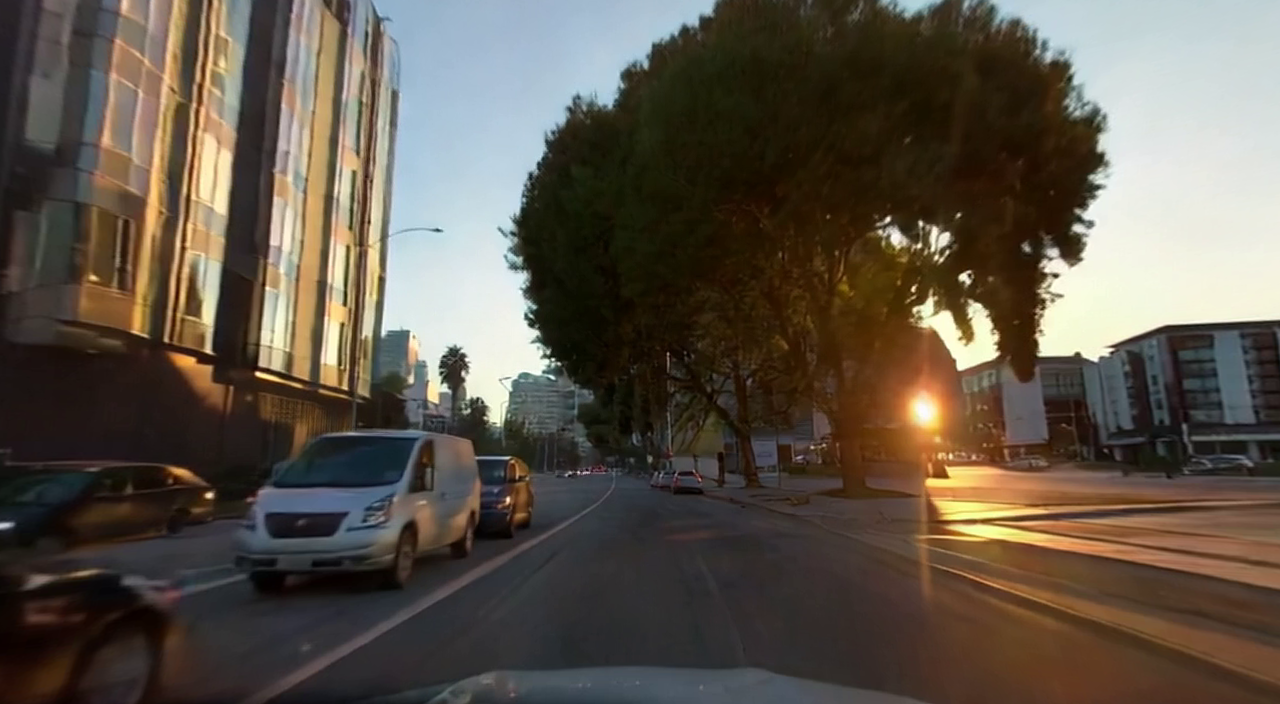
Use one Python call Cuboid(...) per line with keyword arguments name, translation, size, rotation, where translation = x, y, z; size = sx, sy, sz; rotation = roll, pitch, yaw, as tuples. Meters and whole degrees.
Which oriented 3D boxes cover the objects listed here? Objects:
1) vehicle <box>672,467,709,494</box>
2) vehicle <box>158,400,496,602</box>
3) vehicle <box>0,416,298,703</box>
Cuboid(name="vehicle", translation=(2.938, 7.599, 37.565), size=(1.899, 1.470, 3.666), rotation=(1, -10, 0))
Cuboid(name="vehicle", translation=(-3.744, 1.952, 8.930), size=(2.148, 2.024, 4.884), rotation=(0, -10, 1))
Cuboid(name="vehicle", translation=(-3.712, 1.034, 2.631), size=(1.853, 1.495, 4.632), rotation=(-2, -10, 2))
